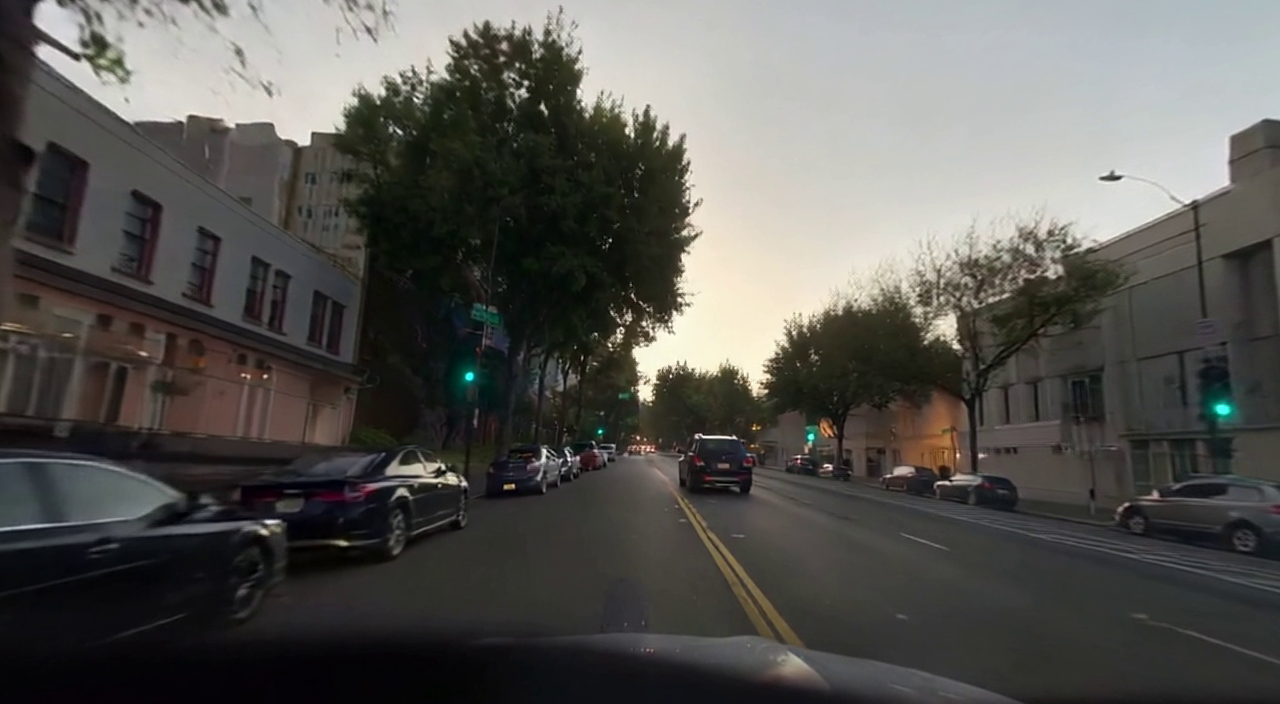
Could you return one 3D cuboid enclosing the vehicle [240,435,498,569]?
[{"bbox_3d":[-3.565,2.023,9.322,1.822,1.488,4.271,0,-8,1],"label":"vehicle"}]

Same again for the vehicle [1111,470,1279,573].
[{"bbox_3d":[13.286,3.670,13.928,2.189,1.753,4.376,4,-8,-5],"label":"vehicle"}]

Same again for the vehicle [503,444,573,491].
[{"bbox_3d":[-3.504,4.035,22.431,1.842,1.497,4.238,0,-8,-1],"label":"vehicle"}]

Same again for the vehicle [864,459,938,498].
[{"bbox_3d":[13.382,6.500,32.627,2.036,1.704,4.401,3,-9,1],"label":"vehicle"}]

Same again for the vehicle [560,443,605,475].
[{"bbox_3d":[-3.153,5.930,35.214,1.933,1.652,4.508,0,-9,2],"label":"vehicle"}]

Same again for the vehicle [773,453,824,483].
[{"bbox_3d":[9.748,7.136,39.009,2.022,1.512,4.120,5,-9,0],"label":"vehicle"}]

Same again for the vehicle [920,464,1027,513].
[{"bbox_3d":[13.278,5.418,25.421,1.866,1.554,4.393,1,-8,-1],"label":"vehicle"}]

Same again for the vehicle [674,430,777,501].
[{"bbox_3d":[2.455,3.499,19.989,2.411,1.899,5.993,0,-9,0],"label":"vehicle"}]

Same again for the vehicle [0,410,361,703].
[{"bbox_3d":[-3.565,1.115,3.467,1.989,1.467,4.350,0,-8,1],"label":"vehicle"}]
